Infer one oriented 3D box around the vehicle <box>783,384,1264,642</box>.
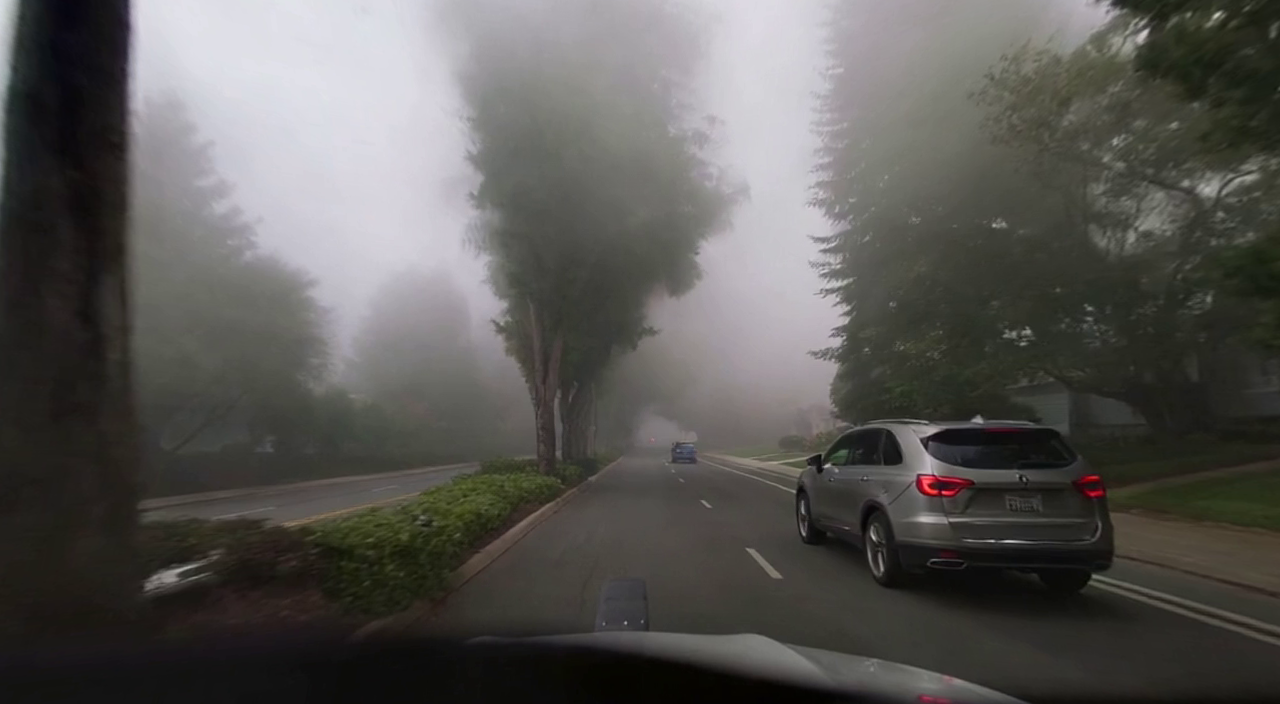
[{"bbox_3d":[3.183,1.448,6.747,2.180,1.773,4.639,0,-8,0],"label":"vehicle"}]
